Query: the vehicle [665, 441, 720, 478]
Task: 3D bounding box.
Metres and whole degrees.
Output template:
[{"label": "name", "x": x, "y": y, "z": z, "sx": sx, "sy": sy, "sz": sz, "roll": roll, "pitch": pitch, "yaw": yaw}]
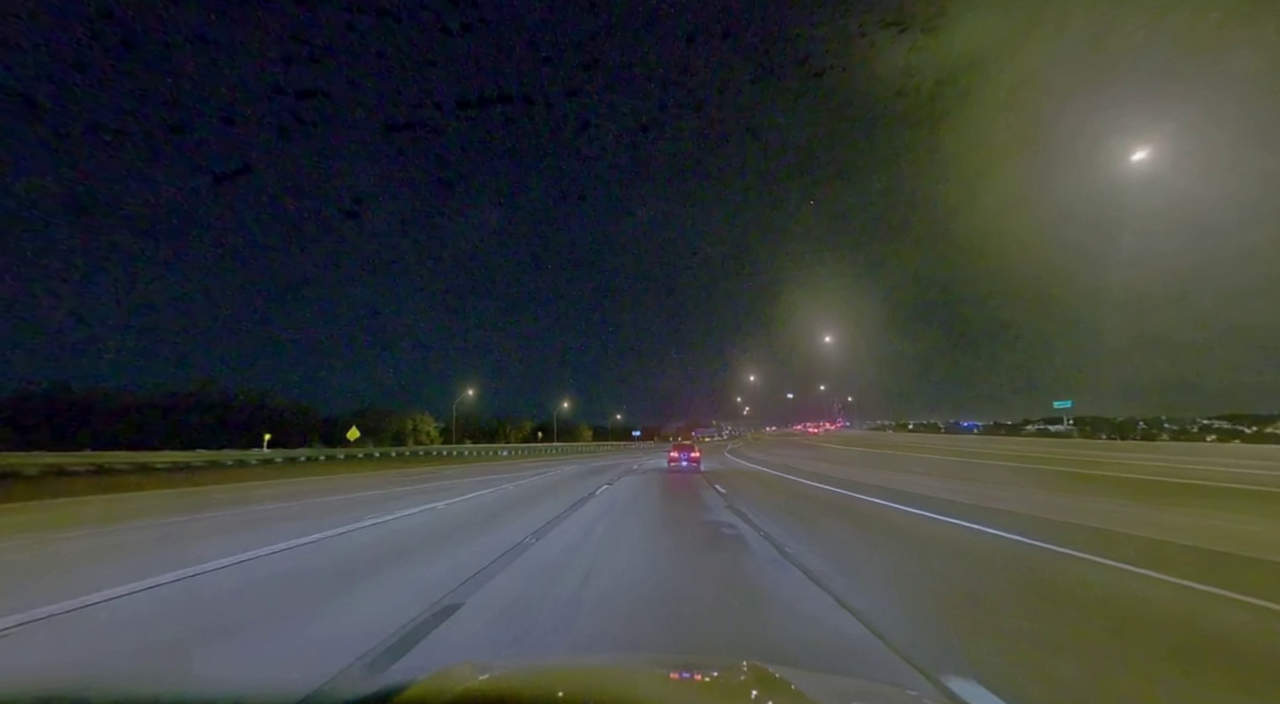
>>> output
[{"label": "vehicle", "x": 2.121, "y": 4.492, "z": 26.555, "sx": 2.124, "sy": 1.405, "sz": 4.398, "roll": 0, "pitch": -8, "yaw": 3}]
